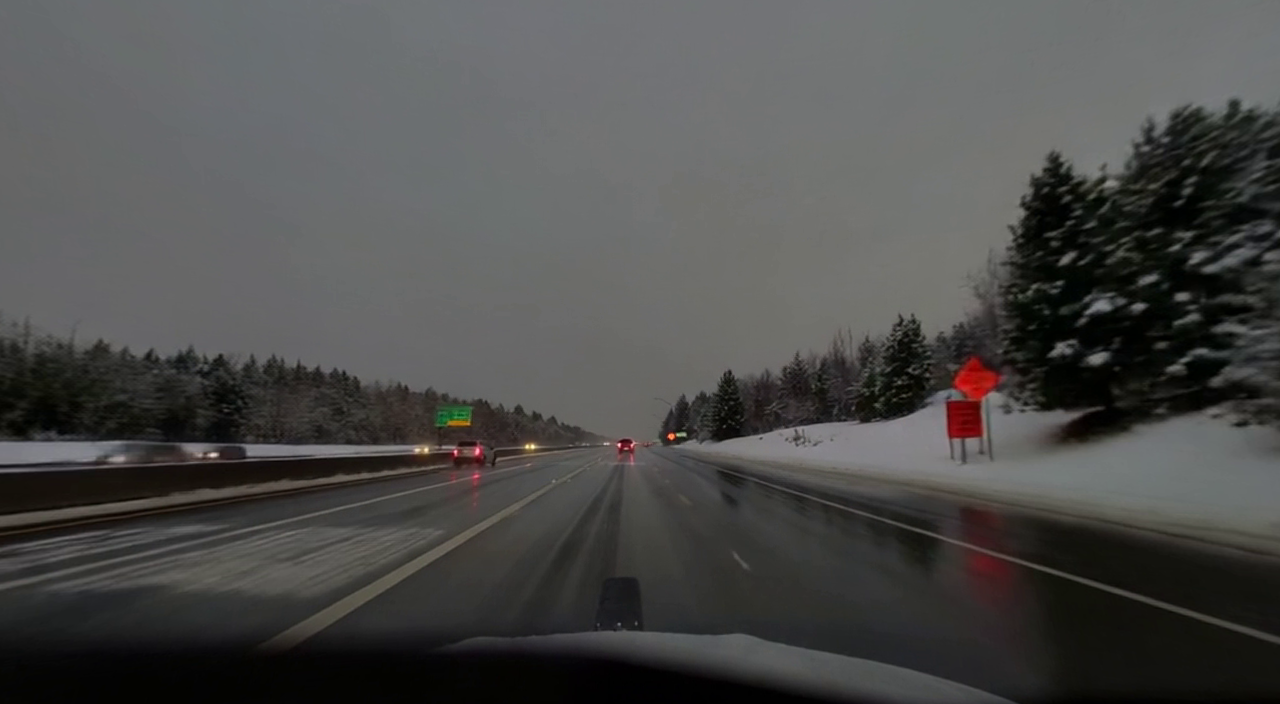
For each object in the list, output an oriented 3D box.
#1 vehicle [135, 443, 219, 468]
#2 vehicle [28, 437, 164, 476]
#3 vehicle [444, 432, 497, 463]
[{"bbox_3d":[-29.685,6.618,40.695,2.006,1.502,4.605,0,-8,-1],"label":"vehicle"},{"bbox_3d":[-22.672,4.361,26.562,1.829,1.513,4.359,0,-8,0],"label":"vehicle"},{"bbox_3d":[-11.592,6.581,43.579,2.270,1.936,5.190,0,-8,0],"label":"vehicle"}]
